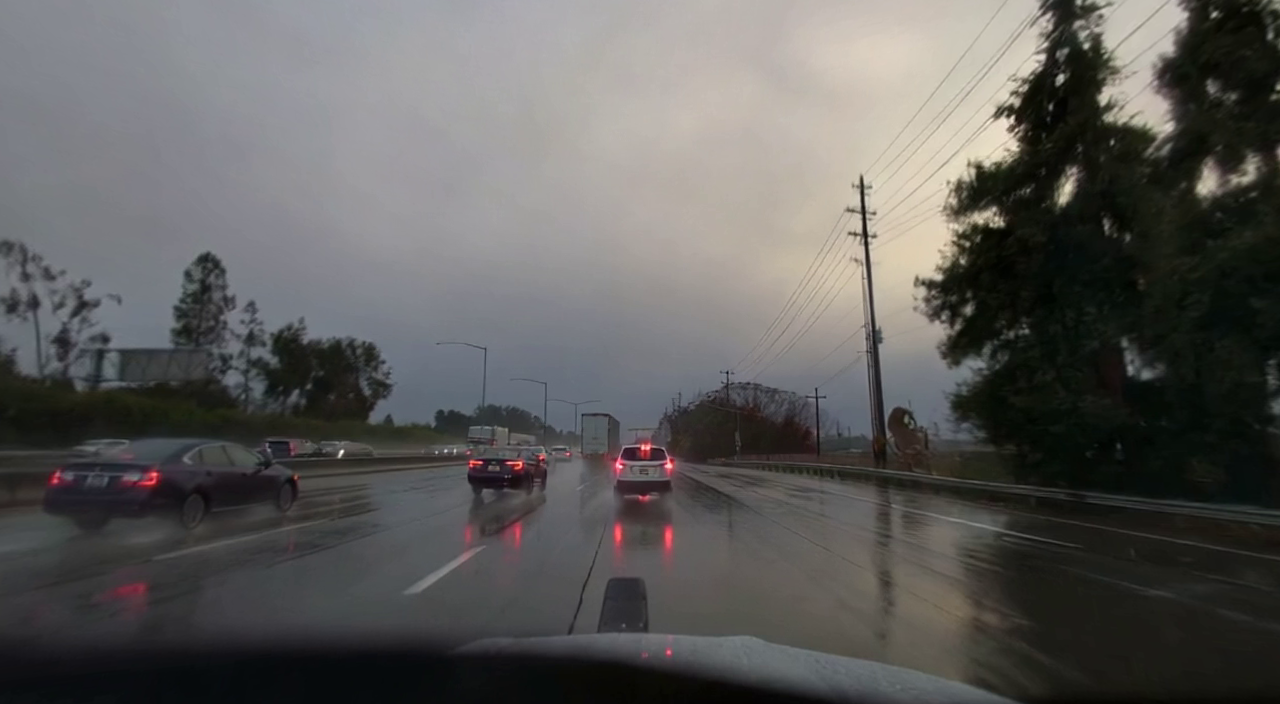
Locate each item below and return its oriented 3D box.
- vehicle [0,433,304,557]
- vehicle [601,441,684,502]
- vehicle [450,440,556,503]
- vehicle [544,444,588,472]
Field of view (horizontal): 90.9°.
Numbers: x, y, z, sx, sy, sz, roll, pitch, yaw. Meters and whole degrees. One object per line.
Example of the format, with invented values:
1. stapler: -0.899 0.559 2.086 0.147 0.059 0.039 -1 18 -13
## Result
1. vehicle: -7.381 2.032 9.732 1.867 1.445 4.499 0 -9 1
2. vehicle: -0.036 3.246 17.604 2.018 1.470 4.491 0 -9 -3
3. vehicle: -3.506 3.130 16.967 1.912 1.464 4.115 0 -9 0
4. vehicle: -4.068 5.902 35.279 2.013 1.437 3.801 0 -9 0
